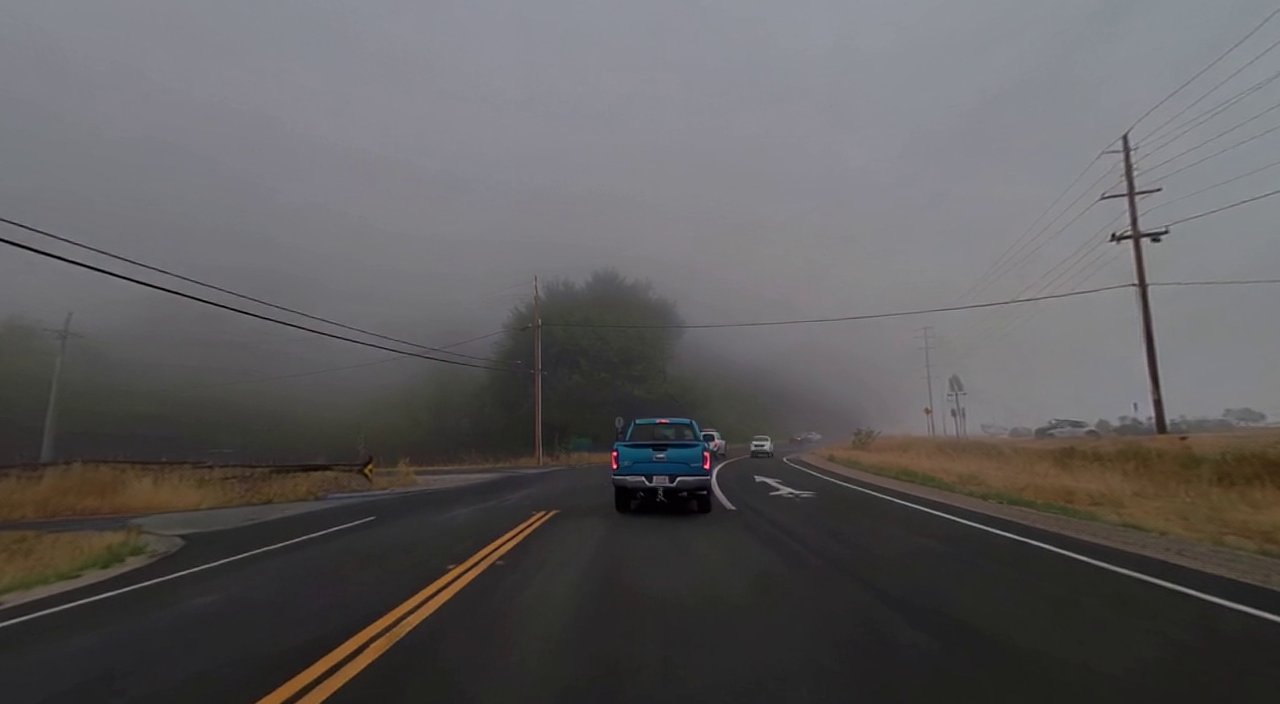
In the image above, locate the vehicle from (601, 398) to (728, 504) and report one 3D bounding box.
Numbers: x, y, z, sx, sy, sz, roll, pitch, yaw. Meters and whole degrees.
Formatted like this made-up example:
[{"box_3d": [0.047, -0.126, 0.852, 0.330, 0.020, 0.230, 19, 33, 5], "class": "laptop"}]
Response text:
[{"box_3d": [0.663, 2.529, 16.398, 2.693, 2.223, 5.885, -1, -8, 3], "class": "vehicle"}]
